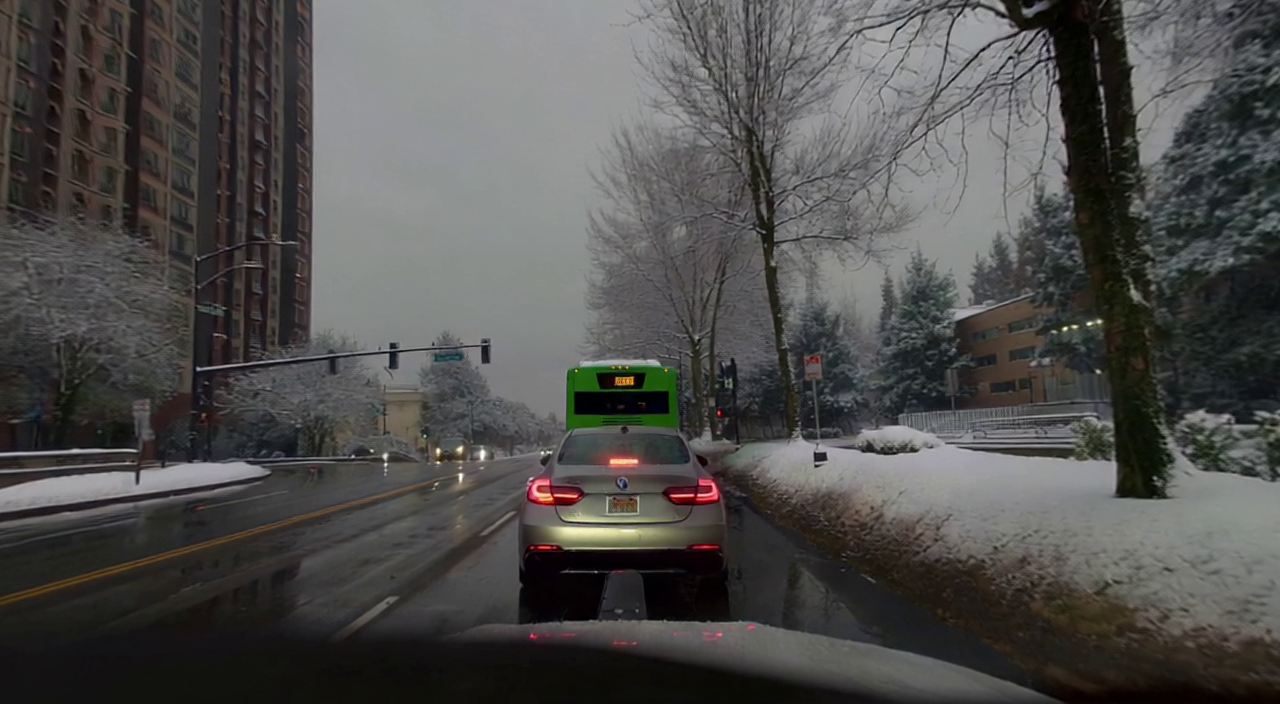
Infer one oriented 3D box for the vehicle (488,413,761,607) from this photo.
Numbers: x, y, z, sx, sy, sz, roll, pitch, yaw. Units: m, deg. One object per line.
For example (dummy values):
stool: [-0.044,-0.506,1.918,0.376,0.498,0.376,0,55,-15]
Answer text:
vehicle: [-0.154,1.463,6.803,2.064,1.452,3.942,0,-8,-1]
